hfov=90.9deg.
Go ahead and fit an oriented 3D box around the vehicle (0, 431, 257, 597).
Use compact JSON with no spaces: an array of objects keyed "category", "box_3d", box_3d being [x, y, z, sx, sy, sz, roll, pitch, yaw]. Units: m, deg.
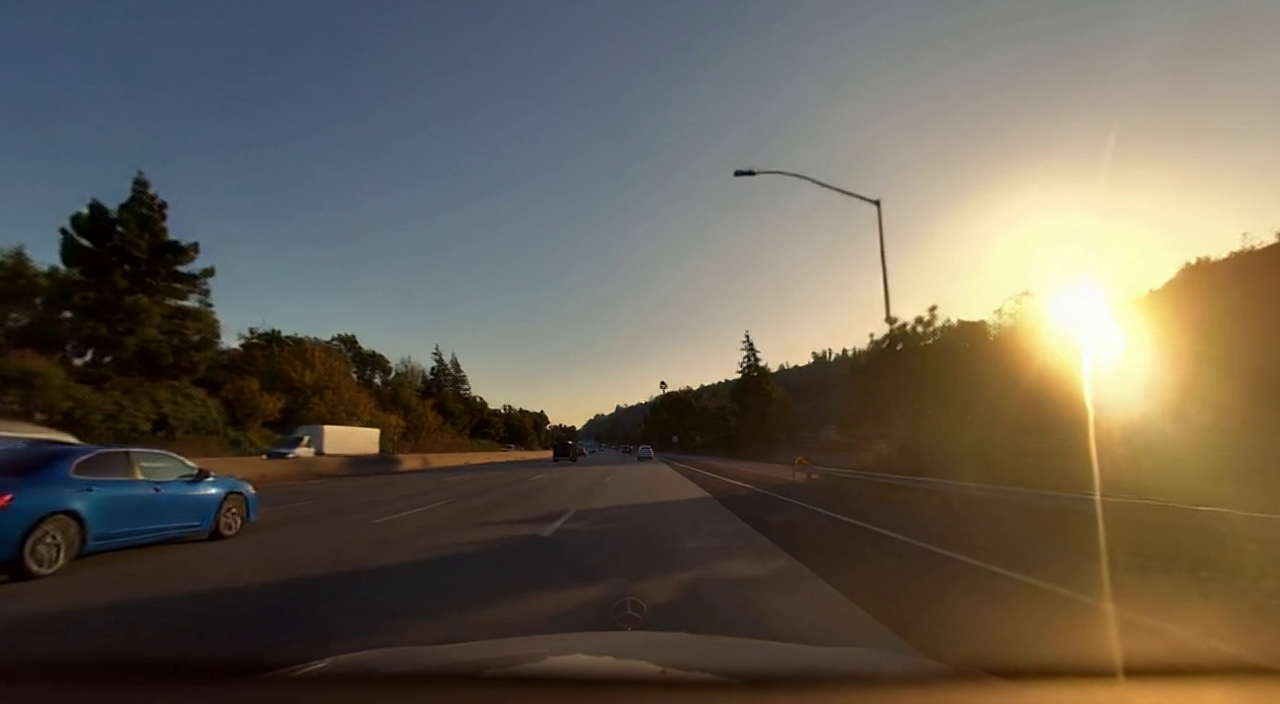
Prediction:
[{"category":"vehicle","box_3d":[-6.758,1.662,7.025,1.981,1.486,4.735,0,-8,0]}]
